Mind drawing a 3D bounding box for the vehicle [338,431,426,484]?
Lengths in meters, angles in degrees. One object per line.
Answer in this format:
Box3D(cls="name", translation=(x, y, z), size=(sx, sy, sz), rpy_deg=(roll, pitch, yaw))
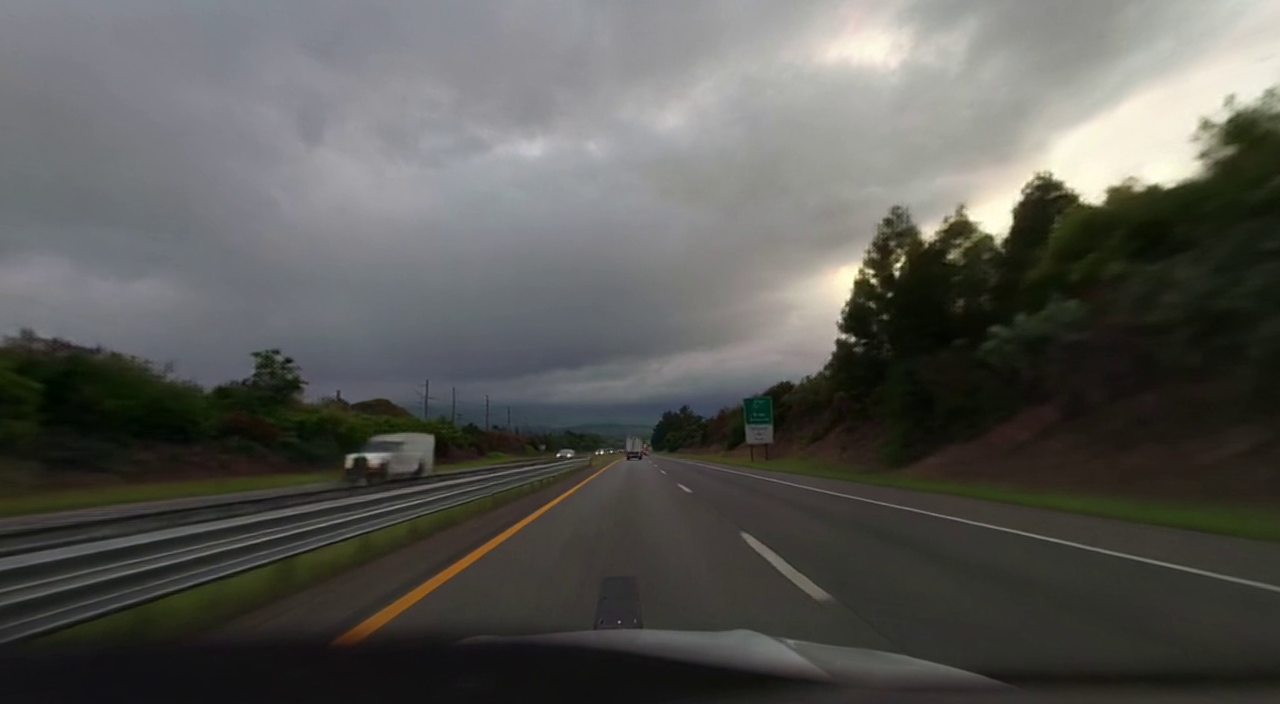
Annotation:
Box3D(cls="vehicle", translation=(-14.066, 5.805, 34.652), size=(2.333, 2.641, 5.883), rpy_deg=(0, -9, 0))
